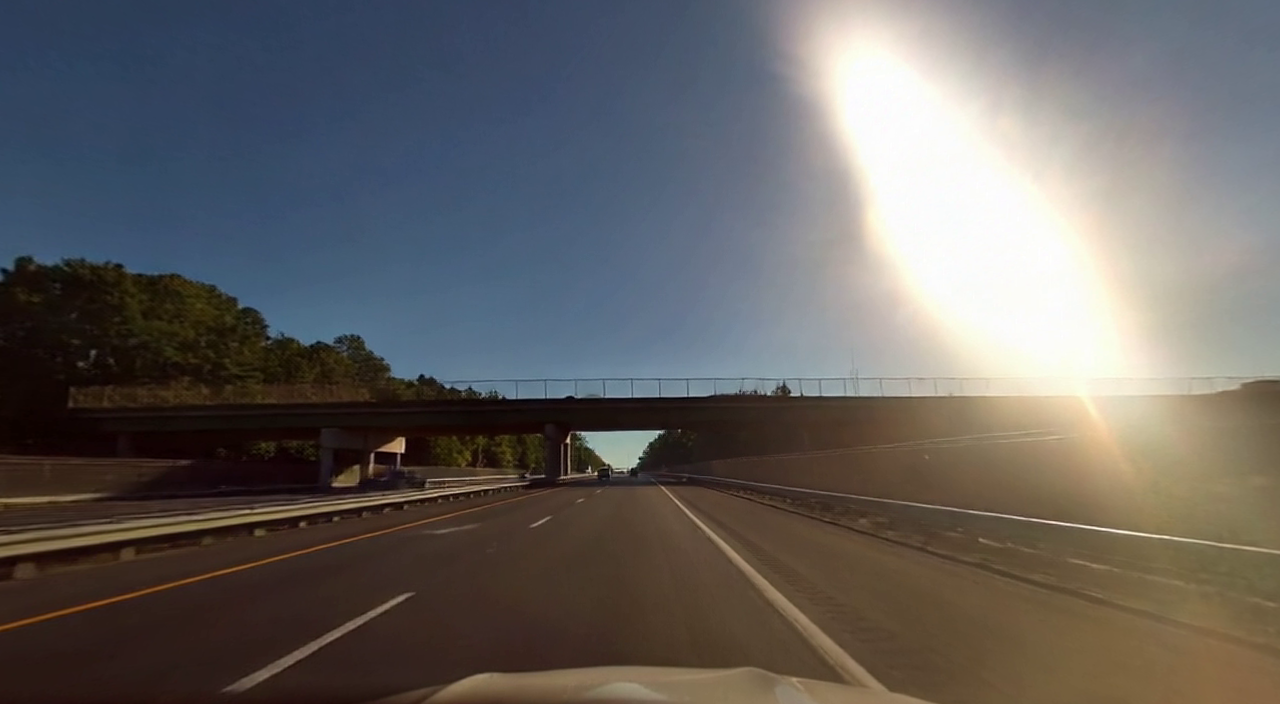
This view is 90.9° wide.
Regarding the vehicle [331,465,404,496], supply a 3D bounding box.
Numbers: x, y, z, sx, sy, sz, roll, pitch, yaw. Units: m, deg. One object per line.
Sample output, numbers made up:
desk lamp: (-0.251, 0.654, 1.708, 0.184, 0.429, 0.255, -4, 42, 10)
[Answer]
vehicle: (-15.491, 7.308, 36.145, 2.132, 1.603, 4.583, 1, -10, 0)
